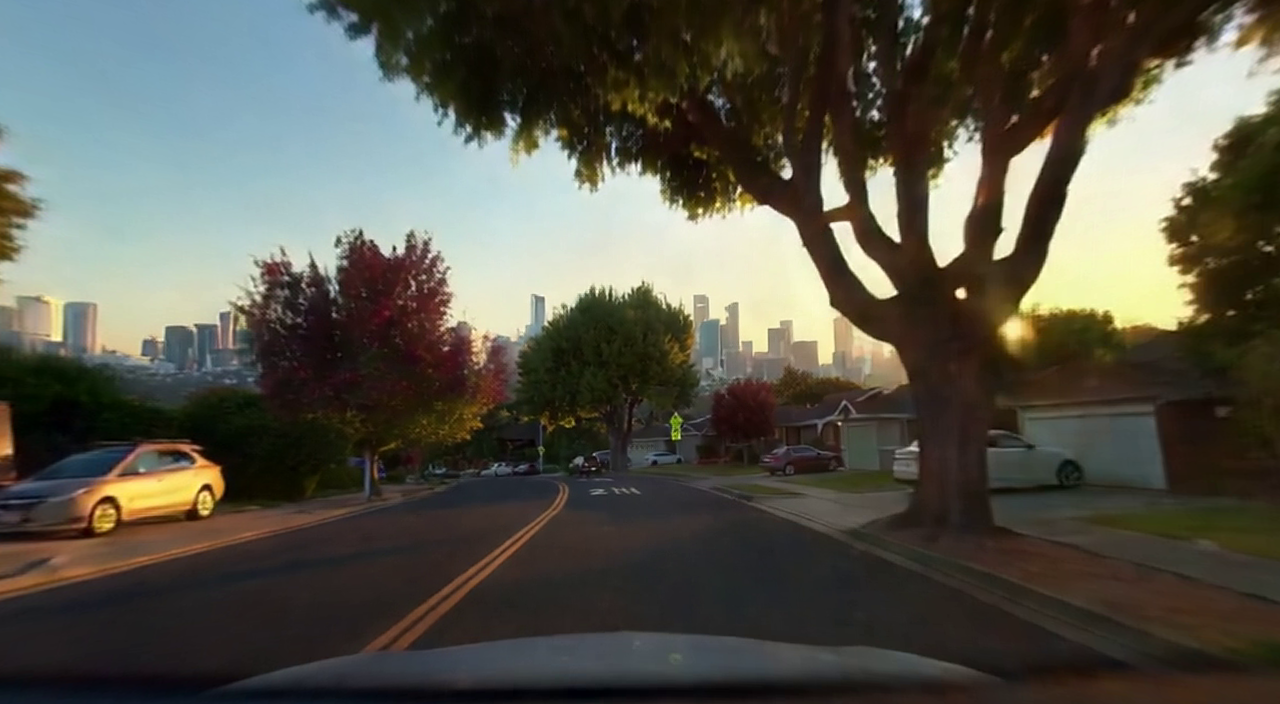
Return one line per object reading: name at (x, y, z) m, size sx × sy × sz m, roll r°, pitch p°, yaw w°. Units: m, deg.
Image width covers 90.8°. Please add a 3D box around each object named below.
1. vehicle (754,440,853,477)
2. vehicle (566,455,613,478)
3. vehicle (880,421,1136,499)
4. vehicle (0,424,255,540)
vehicle at (8.056, 5.226, 31.193) m, size 4.284 × 1.522 × 1.893 m, roll 0°, pitch -8°, yaw -19°
vehicle at (-3.844, 8.476, 46.993) m, size 2.181 × 1.494 × 5.023 m, roll 3°, pitch -9°, yaw -20°
vehicle at (9.270, 2.665, 16.006) m, size 5.751 × 1.733 × 2.138 m, roll 2°, pitch -9°, yaw -17°
vehicle at (-10.276, 2.522, 13.031) m, size 2.073 × 1.899 × 4.869 m, roll 1°, pitch -8°, yaw -7°
